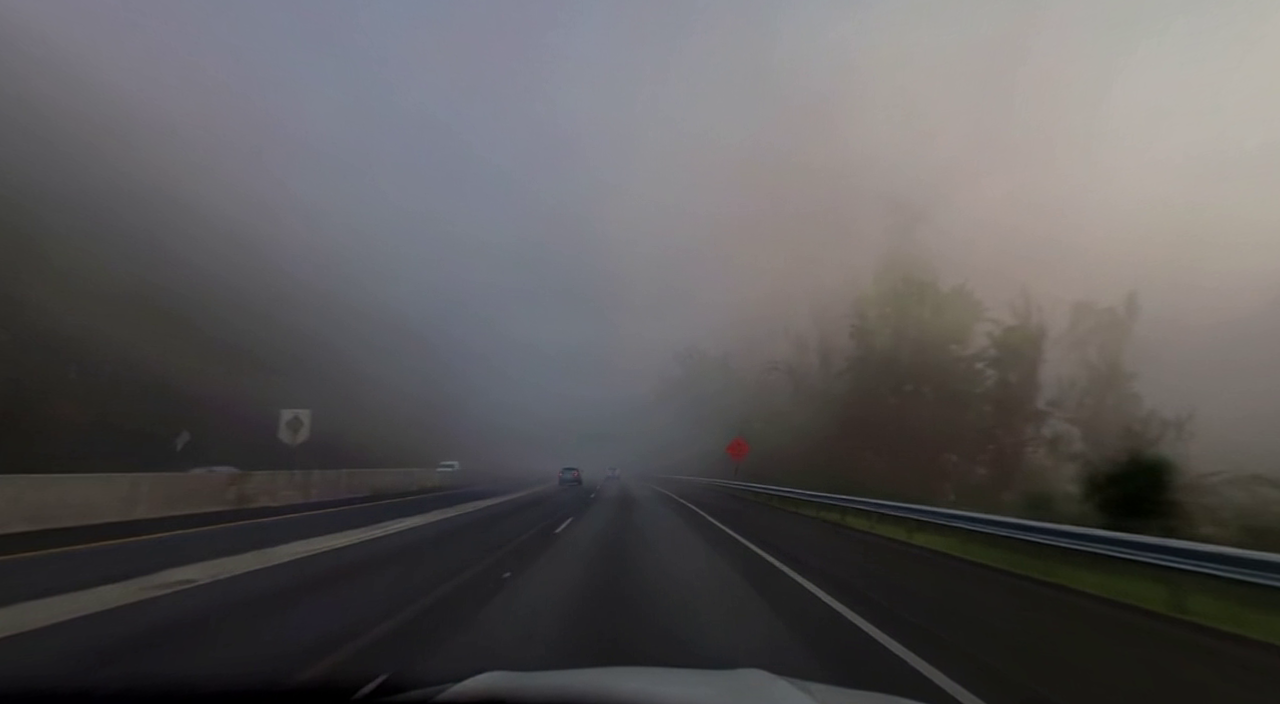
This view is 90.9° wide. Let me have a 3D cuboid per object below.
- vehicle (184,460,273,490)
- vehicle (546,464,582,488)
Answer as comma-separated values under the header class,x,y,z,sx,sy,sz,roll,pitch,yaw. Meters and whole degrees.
class,x,y,z,sx,sy,sz,roll,pitch,yaw
vehicle,-21.994,6.605,33.912,1.847,1.469,4.439,1,-10,-2
vehicle,-5.237,8.589,43.797,2.115,1.546,4.638,1,-10,-2
